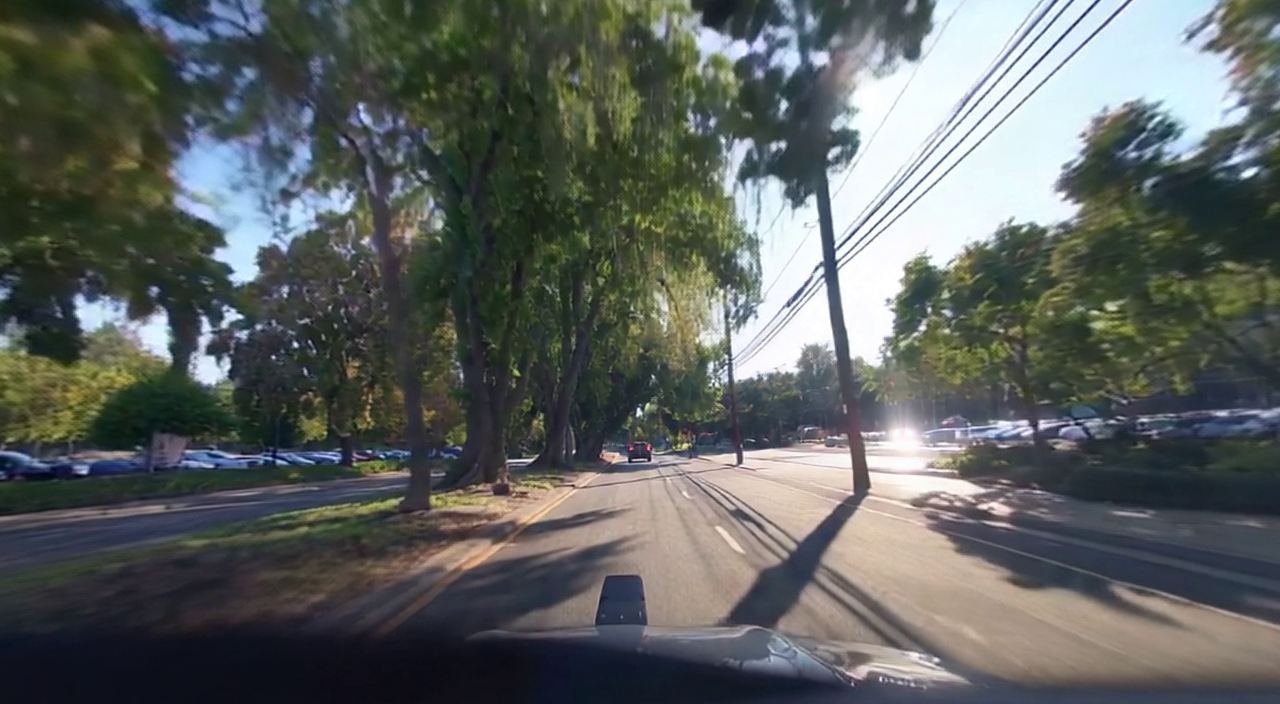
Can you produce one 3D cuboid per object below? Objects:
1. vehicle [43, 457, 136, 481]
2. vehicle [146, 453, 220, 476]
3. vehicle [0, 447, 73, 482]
[{"bbox_3d":[-33.993,7.204,39.078,4.035,1.392,1.952,-1,-9,5],"label":"vehicle"},{"bbox_3d":[-33.499,8.259,46.356,3.967,1.373,1.853,-3,-8,-1],"label":"vehicle"},{"bbox_3d":[-33.672,5.965,33.556,5.024,1.788,2.150,-1,-9,2],"label":"vehicle"}]
